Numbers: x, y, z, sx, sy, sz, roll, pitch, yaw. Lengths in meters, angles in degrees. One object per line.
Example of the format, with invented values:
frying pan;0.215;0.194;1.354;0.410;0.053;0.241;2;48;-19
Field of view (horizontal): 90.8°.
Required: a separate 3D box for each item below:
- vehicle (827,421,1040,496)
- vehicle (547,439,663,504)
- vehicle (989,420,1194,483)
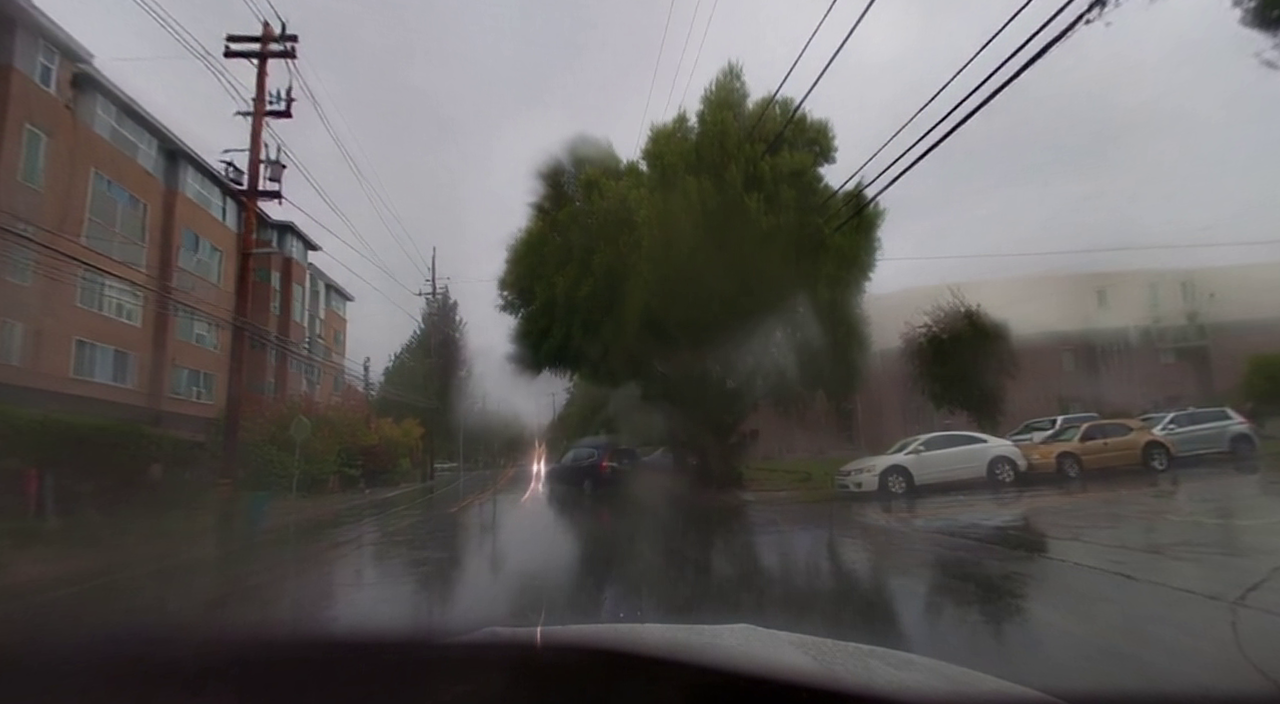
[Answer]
vehicle;7.953;2.943;17.356;4.877;1.755;1.918;0;-12;-10
vehicle;-1.309;3.864;20.952;2.155;1.872;4.790;4;-10;-26
vehicle;13.060;2.889;18.389;4.830;1.490;1.878;-1;-10;-11
